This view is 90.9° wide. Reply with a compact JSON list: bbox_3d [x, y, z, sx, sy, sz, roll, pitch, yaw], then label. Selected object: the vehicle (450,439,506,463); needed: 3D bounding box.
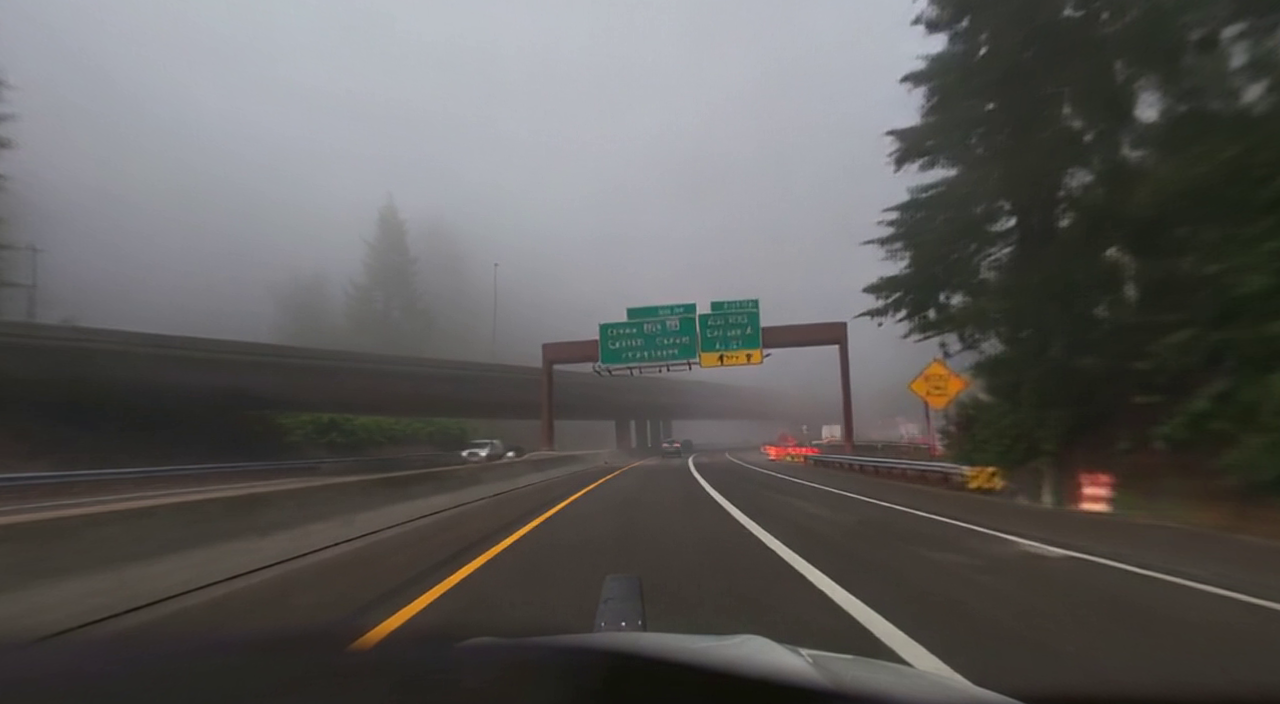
[{"bbox_3d":[-12.288,7.511,48.205,2.324,1.720,5.521,-1,-8,6],"label":"vehicle"}]
